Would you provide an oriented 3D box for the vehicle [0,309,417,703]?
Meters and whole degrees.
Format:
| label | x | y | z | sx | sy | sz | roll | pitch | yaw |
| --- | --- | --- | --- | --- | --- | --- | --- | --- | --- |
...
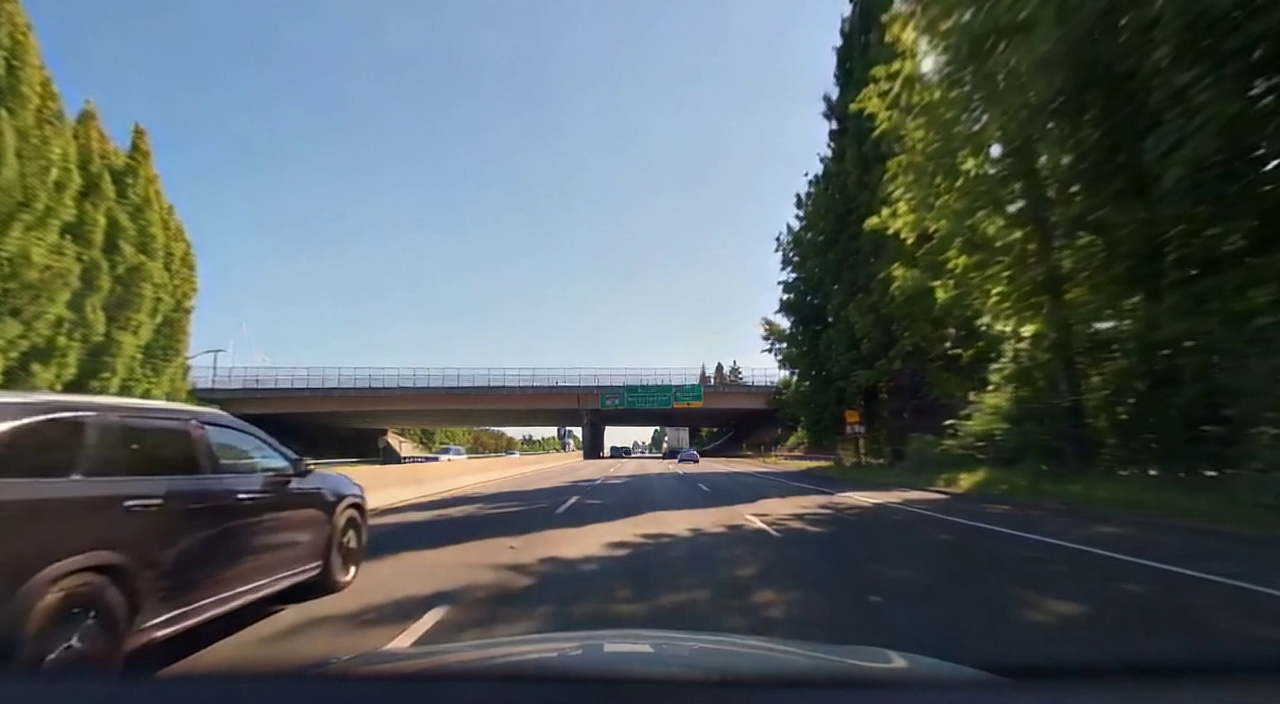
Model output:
| label | x | y | z | sx | sy | sz | roll | pitch | yaw |
| --- | --- | --- | --- | --- | --- | --- | --- | --- | --- |
| vehicle | -3.385 | 1.029 | 4.037 | 2.238 | 1.792 | 4.518 | 0 | -9 | 0 |
